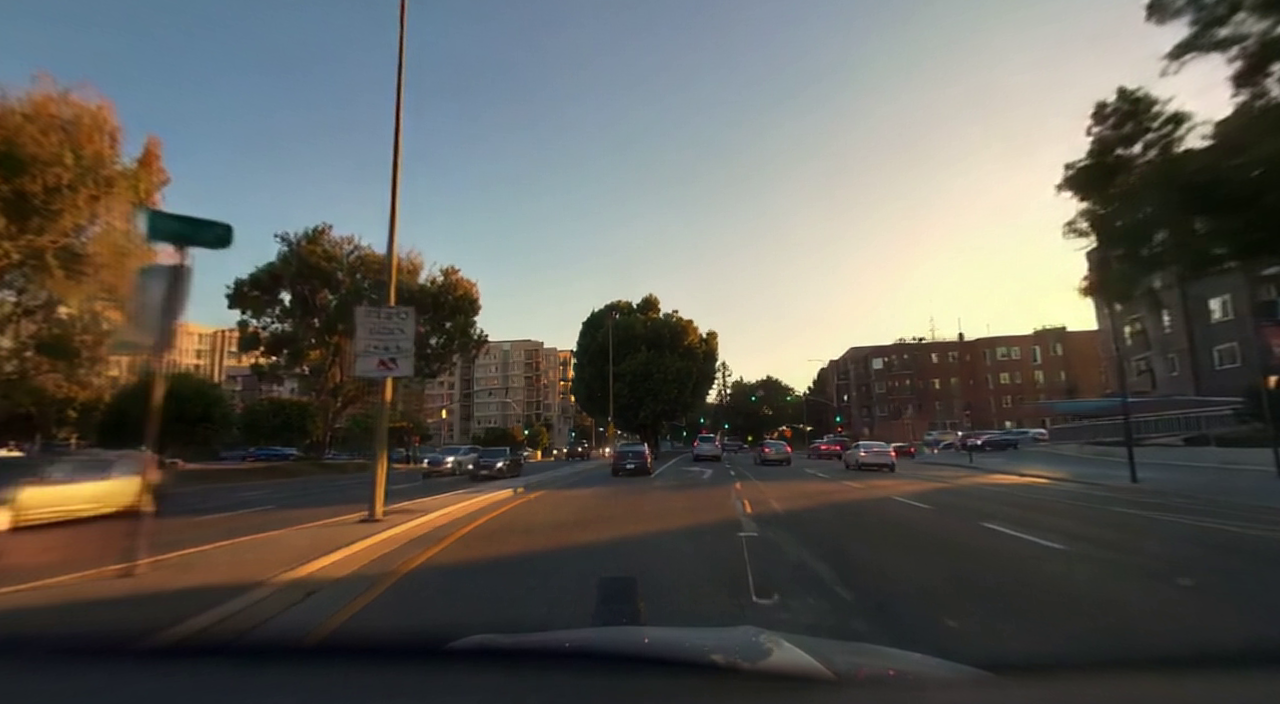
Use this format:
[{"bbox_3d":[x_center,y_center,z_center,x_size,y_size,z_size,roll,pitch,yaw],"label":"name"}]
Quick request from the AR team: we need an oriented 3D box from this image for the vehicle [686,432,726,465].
[{"bbox_3d":[4.021,5.837,38.310,2.222,1.841,4.031,-1,-8,6],"label":"vehicle"}]

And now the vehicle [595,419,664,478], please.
[{"bbox_3d":[-0.292,3.877,25.474,2.396,2.143,4.824,-1,-8,4],"label":"vehicle"}]

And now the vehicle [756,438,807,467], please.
[{"bbox_3d":[7.706,5.511,34.712,2.075,1.486,4.316,-1,-8,4],"label":"vehicle"}]

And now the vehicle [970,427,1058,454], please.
[{"bbox_3d":[27.730,6.588,46.949,5.050,1.756,2.206,-3,-9,8],"label":"vehicle"}]

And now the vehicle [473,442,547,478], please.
[{"bbox_3d":[-5.645,4.716,27.938,1.955,1.460,4.434,-1,-8,5],"label":"vehicle"}]

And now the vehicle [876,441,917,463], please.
[{"bbox_3d":[18.534,7.215,45.669,1.706,1.474,3.761,-1,-8,6],"label":"vehicle"}]

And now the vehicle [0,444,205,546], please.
[{"bbox_3d":[-10.401,2.395,11.134,1.965,1.486,4.494,-1,-8,5],"label":"vehicle"}]
